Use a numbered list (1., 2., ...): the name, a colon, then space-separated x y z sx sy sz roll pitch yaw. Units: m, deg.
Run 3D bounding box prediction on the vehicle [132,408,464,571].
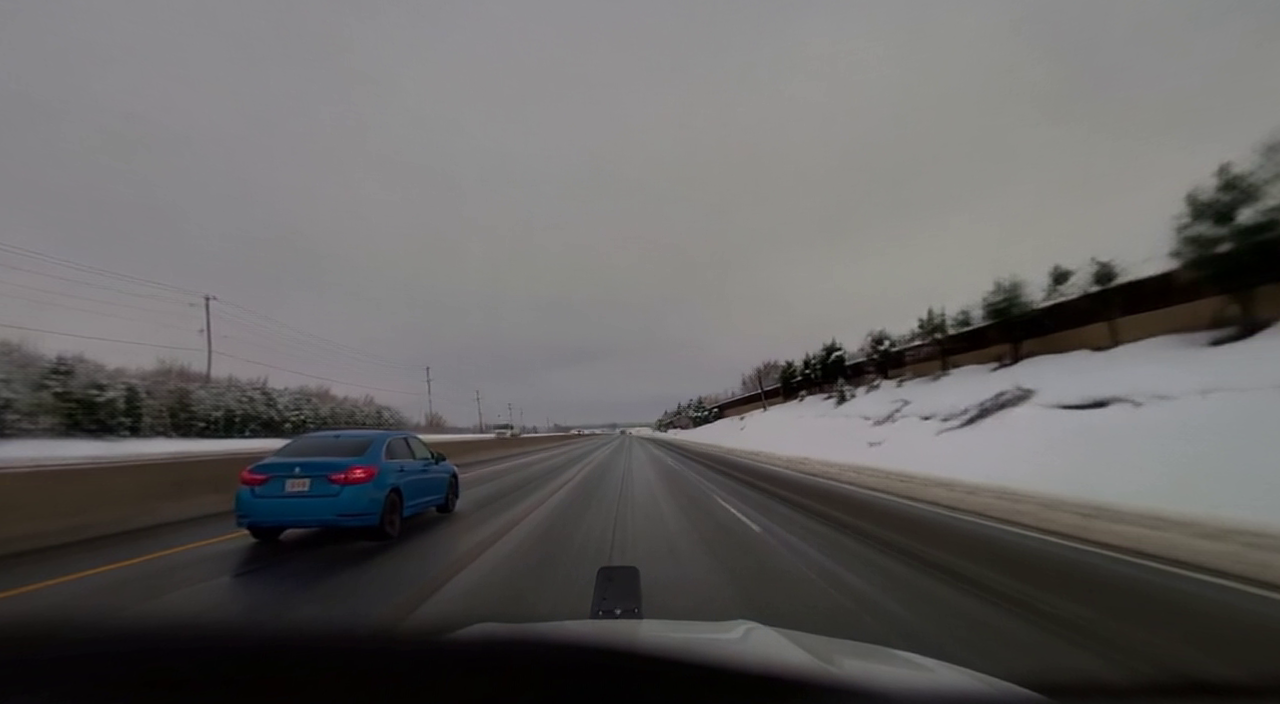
1. vehicle: -3.818 1.580 8.024 1.999 1.536 3.969 0 -8 0
